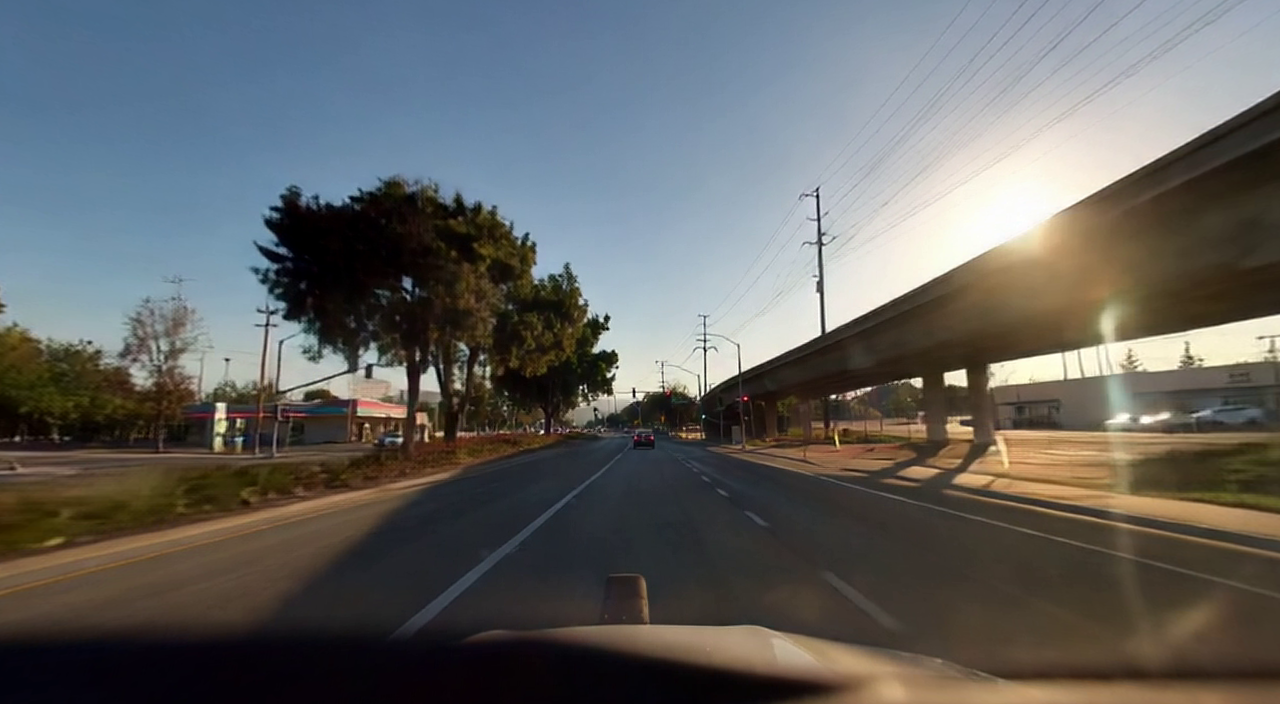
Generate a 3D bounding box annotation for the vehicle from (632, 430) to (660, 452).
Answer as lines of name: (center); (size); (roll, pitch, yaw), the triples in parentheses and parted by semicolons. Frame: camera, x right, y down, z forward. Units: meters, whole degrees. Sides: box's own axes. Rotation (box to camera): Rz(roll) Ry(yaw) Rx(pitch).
vehicle: (0.431, 6.987, 49.405); (2.074, 1.631, 3.793); (0, -8, 0)
